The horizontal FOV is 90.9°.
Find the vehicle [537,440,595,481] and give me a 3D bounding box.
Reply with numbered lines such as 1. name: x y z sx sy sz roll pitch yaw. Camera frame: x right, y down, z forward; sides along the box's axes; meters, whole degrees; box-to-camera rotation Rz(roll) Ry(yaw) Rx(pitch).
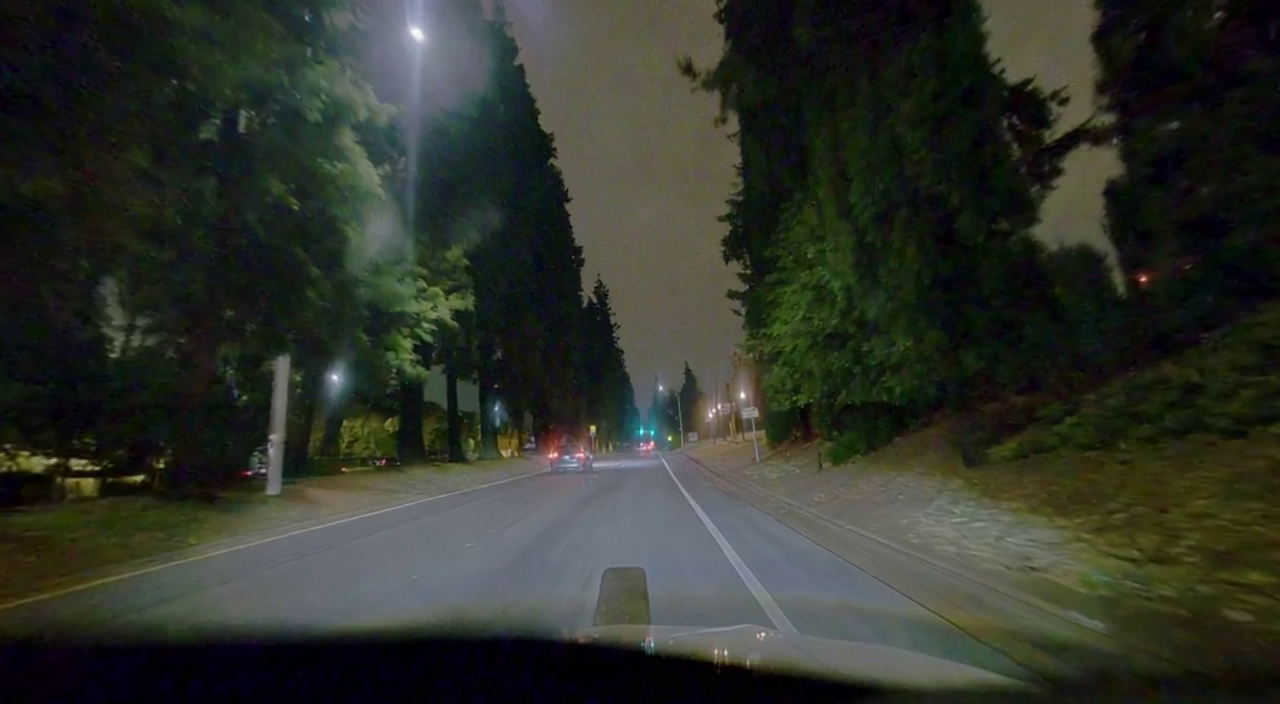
1. vehicle: -3.324 4.968 29.171 2.016 1.694 4.335 0 -8 1

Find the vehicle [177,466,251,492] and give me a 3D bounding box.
1. vehicle: -29.491 8.779 43.828 1.912 1.475 4.918 0 -8 -3
